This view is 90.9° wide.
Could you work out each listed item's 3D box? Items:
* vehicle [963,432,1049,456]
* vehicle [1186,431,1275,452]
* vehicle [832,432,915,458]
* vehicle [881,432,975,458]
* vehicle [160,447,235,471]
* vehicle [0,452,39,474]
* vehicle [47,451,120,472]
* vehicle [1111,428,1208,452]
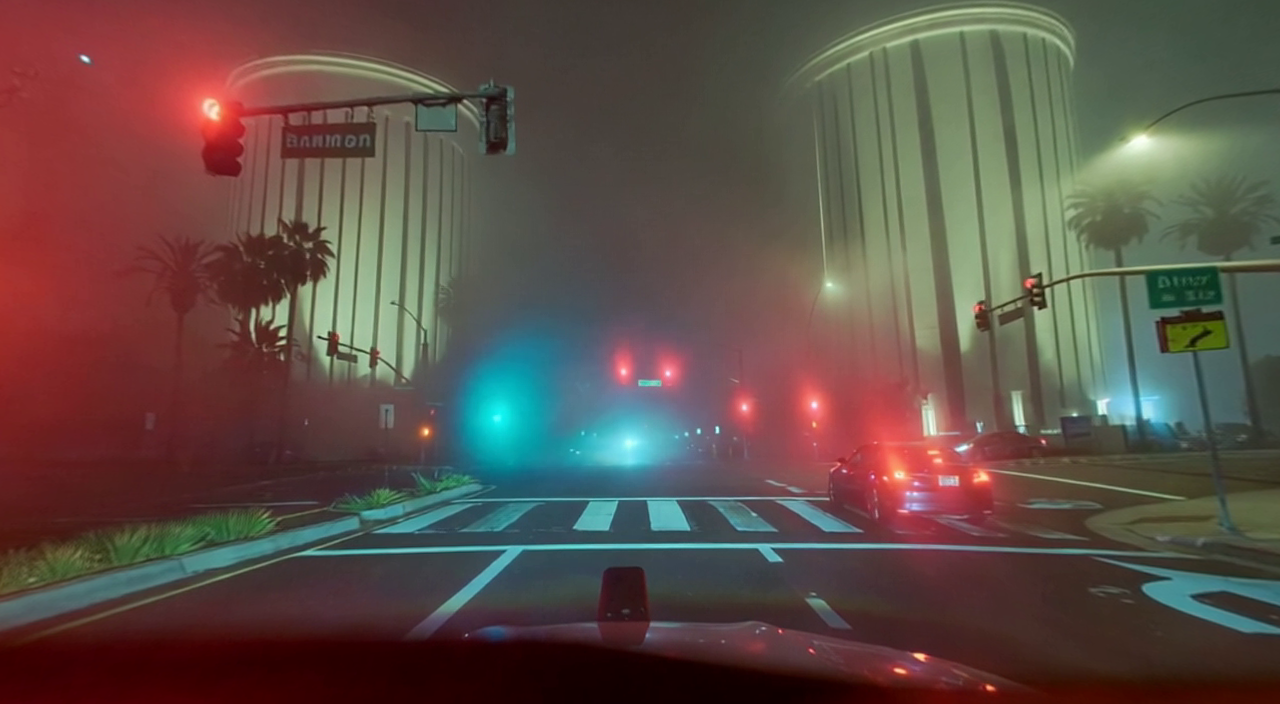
[{"bbox_3d":[23.682,5.982,40.894,4.423,1.465,1.798,0,-8,0],"label":"vehicle"},{"bbox_3d":[42.261,6.423,45.154,4.437,1.469,1.811,0,-8,0],"label":"vehicle"},{"bbox_3d":[15.171,6.074,41.124,4.648,1.665,1.910,0,-8,-1],"label":"vehicle"},{"bbox_3d":[17.055,5.529,37.403,4.684,1.461,1.777,0,-8,-1],"label":"vehicle"},{"bbox_3d":[-33.053,7.980,47.108,4.136,1.661,1.857,0,-8,1],"label":"vehicle"},{"bbox_3d":[-47.884,8.292,47.282,3.786,1.555,1.702,0,-8,2],"label":"vehicle"},{"bbox_3d":[-41.575,8.182,47.152,3.698,1.467,1.779,0,-8,0],"label":"vehicle"},{"bbox_3d":[33.289,5.678,40.467,4.567,1.458,1.791,0,-8,2],"label":"vehicle"}]
